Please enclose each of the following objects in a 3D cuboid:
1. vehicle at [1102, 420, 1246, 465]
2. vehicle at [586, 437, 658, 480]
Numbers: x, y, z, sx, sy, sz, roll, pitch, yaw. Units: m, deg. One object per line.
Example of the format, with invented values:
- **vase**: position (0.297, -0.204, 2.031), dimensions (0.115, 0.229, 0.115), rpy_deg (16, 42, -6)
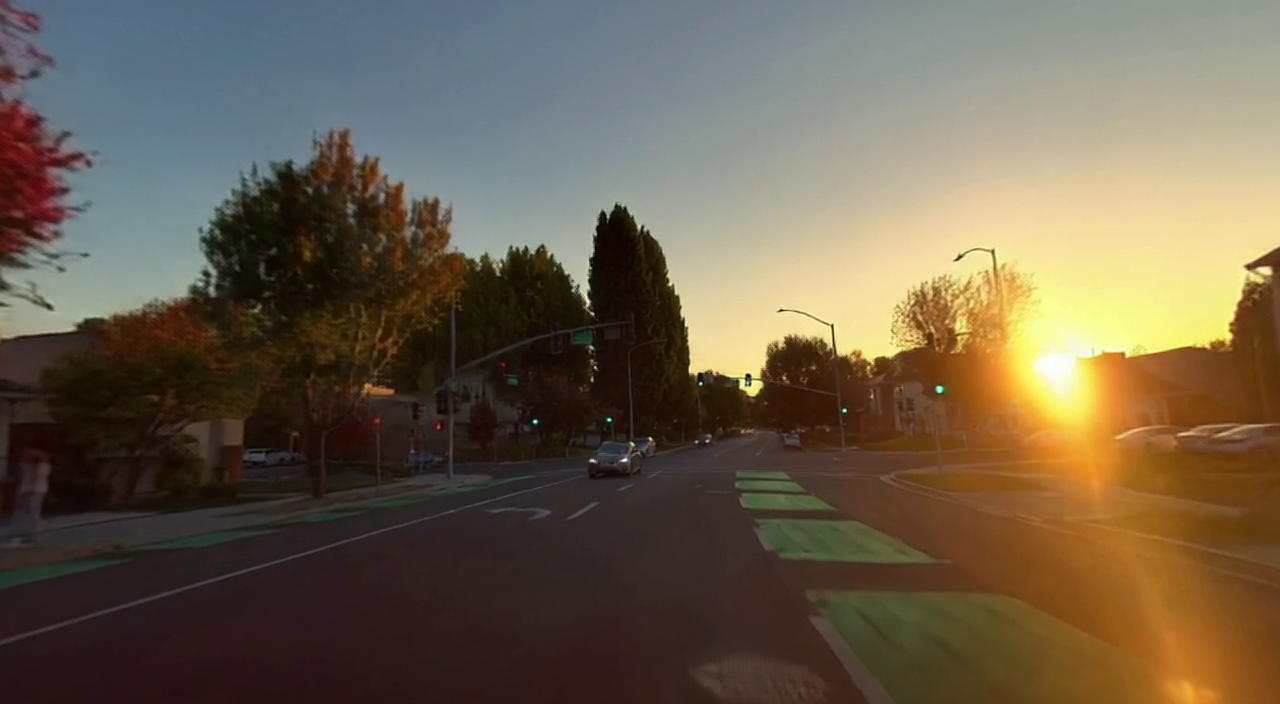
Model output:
- **vehicle**: position (20.774, 3.556, 24.846), dimensions (1.937, 1.474, 5.114), rpy_deg (-4, -8, 10)
- **vehicle**: position (-0.582, 4.133, 24.765), dimensions (1.904, 1.489, 4.746), rpy_deg (-2, -8, 10)
